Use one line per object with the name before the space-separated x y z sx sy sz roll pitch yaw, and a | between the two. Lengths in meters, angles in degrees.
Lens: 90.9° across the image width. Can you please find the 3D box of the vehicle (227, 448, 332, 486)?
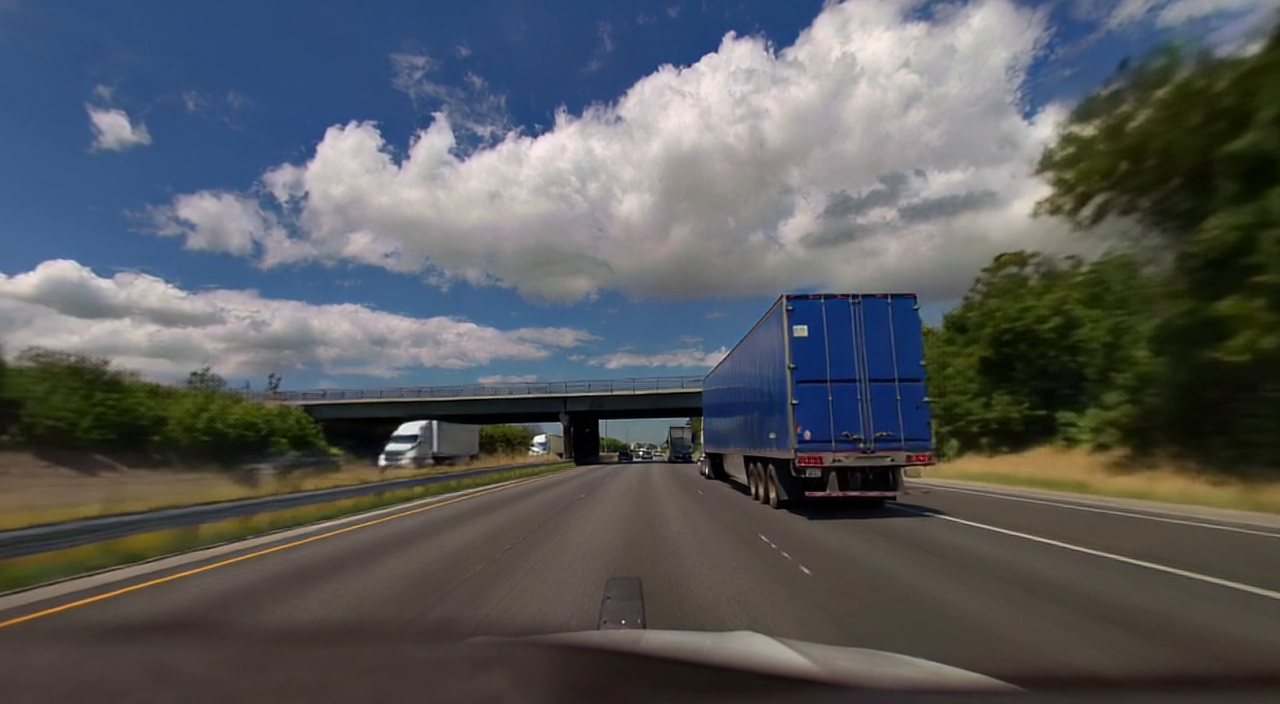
vehicle | -14.725 4.698 26.058 1.923 1.444 4.006 0 -9 1

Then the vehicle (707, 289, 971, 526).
vehicle | 4.094 1.996 17.833 2.825 4.054 14.210 0 -9 0
